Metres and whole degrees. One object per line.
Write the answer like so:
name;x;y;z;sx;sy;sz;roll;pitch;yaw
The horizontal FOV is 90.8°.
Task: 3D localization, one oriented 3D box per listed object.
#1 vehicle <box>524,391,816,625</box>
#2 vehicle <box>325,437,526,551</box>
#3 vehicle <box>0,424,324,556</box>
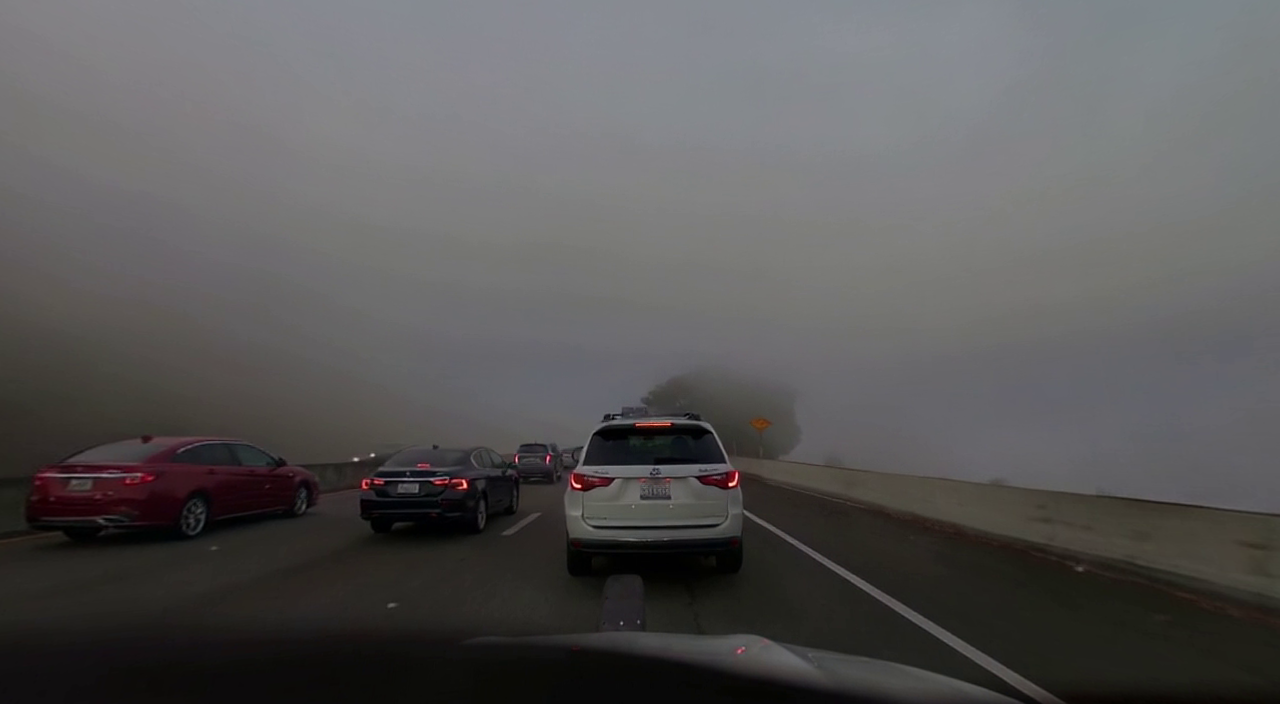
vehicle;0.198;1.592;7.520;2.210;1.760;5.303;0;-9;-1
vehicle;-3.243;2.220;10.508;1.917;1.506;3.949;0;-9;1
vehicle;-7.477;2.153;10.544;1.986;1.700;4.558;0;-9;0
